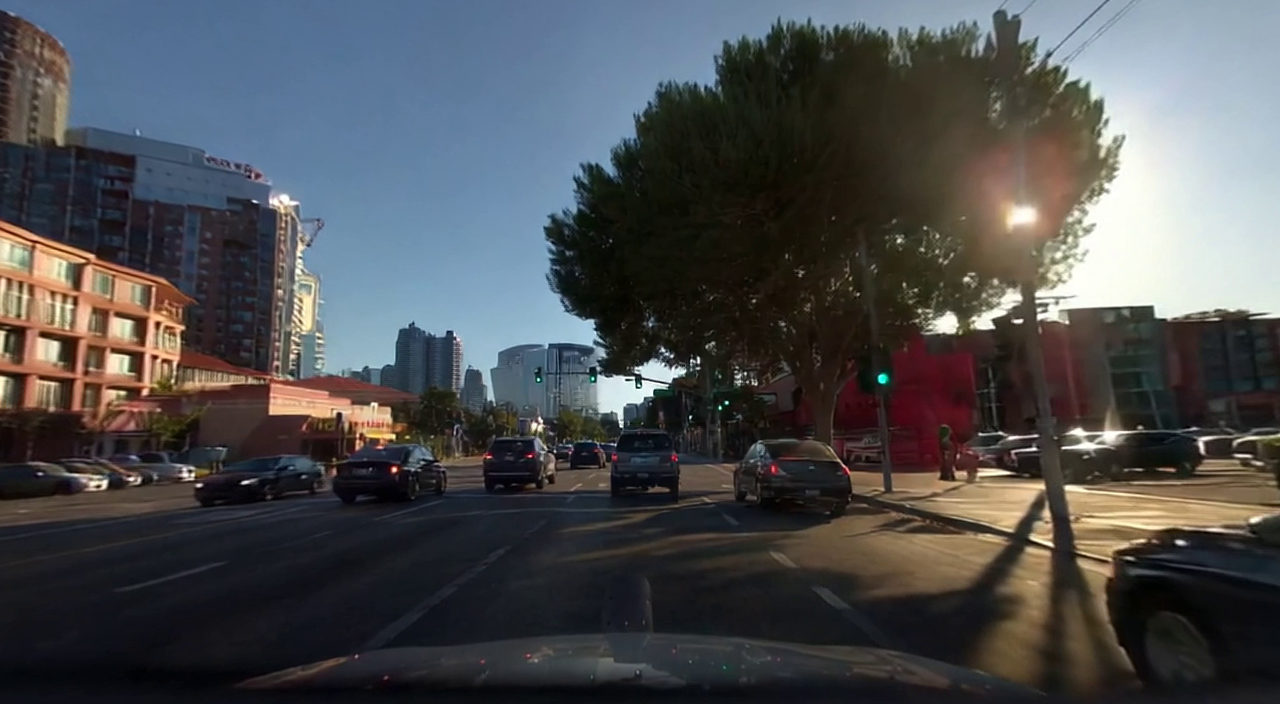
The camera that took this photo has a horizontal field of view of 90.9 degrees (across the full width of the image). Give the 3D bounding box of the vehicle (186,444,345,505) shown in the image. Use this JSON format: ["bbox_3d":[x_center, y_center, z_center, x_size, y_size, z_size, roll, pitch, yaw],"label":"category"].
[{"bbox_3d":[-11.404,3.723,19.679,2.077,1.657,4.589,0,-8,1],"label":"vehicle"}]

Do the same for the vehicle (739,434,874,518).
[{"bbox_3d":[3.337,2.565,13.600,2.030,1.492,4.383,-1,-8,4],"label":"vehicle"}]

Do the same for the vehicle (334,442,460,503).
[{"bbox_3d":[-6.676,3.334,17.888,1.852,1.495,4.211,0,-8,1],"label":"vehicle"}]

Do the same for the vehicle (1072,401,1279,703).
[{"bbox_3d":[3.541,0.818,1.621,1.927,1.498,4.169,0,-8,1],"label":"vehicle"}]

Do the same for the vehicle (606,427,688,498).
[{"bbox_3d":[0.206,3.096,18.037,2.075,1.770,4.018,0,-8,1],"label":"vehicle"}]

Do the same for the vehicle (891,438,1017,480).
[{"bbox_3d":[12.189,4.107,24.430,4.566,1.457,1.986,4,-9,-27],"label":"vehicle"}]

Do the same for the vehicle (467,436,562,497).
[{"bbox_3d":[-3.642,3.395,19.114,1.886,1.599,4.247,0,-8,1],"label":"vehicle"}]

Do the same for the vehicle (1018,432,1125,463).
[{"bbox_3d":[23.012,5.101,33.731,4.236,1.617,1.832,-1,-9,9],"label":"vehicle"}]

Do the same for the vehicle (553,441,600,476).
[{"bbox_3d":[-3.182,5.427,32.399,1.894,1.642,3.861,0,-8,1],"label":"vehicle"}]

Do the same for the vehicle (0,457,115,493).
[{"bbox_3d":[-29.822,6.245,32.234,4.337,1.690,1.875,-1,-8,5],"label":"vehicle"}]
